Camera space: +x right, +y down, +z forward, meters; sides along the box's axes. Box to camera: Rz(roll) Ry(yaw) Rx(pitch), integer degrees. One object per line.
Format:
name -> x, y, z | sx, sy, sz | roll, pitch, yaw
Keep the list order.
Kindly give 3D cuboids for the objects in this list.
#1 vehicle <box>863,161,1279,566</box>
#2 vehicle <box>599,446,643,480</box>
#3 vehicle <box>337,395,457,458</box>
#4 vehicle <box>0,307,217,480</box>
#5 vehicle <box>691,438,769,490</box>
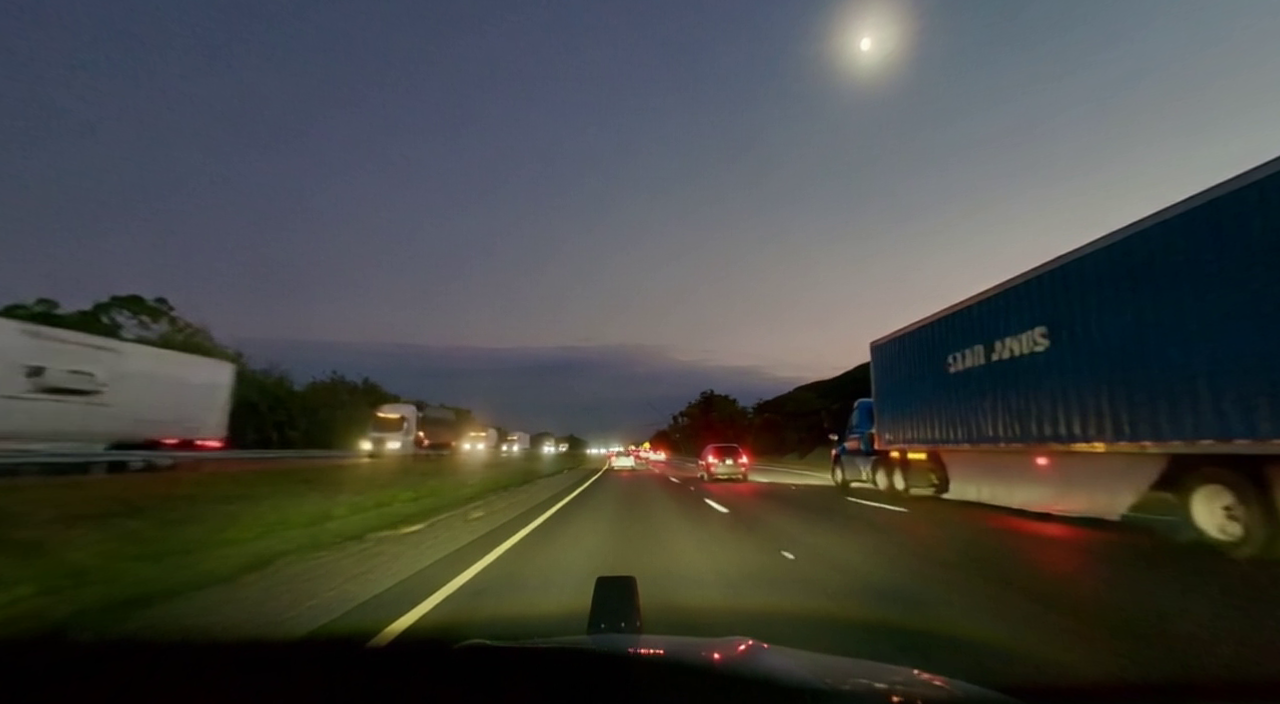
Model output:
vehicle -> 7.813, 0.763, 10.364 | 2.965, 3.990, 14.227 | 0, -9, -1
vehicle -> -0.940, 5.494, 31.384 | 2.050, 1.534, 3.771 | 0, -9, -2
vehicle -> -17.314, 5.899, 46.955 | 2.926, 3.856, 16.459 | 1, -9, -2
vehicle -> -16.440, 1.019, 15.003 | 2.877, 4.006, 14.271 | 0, -9, 0
vehicle -> 2.996, 3.863, 21.882 | 2.013, 1.623, 3.916 | 0, -9, -2
